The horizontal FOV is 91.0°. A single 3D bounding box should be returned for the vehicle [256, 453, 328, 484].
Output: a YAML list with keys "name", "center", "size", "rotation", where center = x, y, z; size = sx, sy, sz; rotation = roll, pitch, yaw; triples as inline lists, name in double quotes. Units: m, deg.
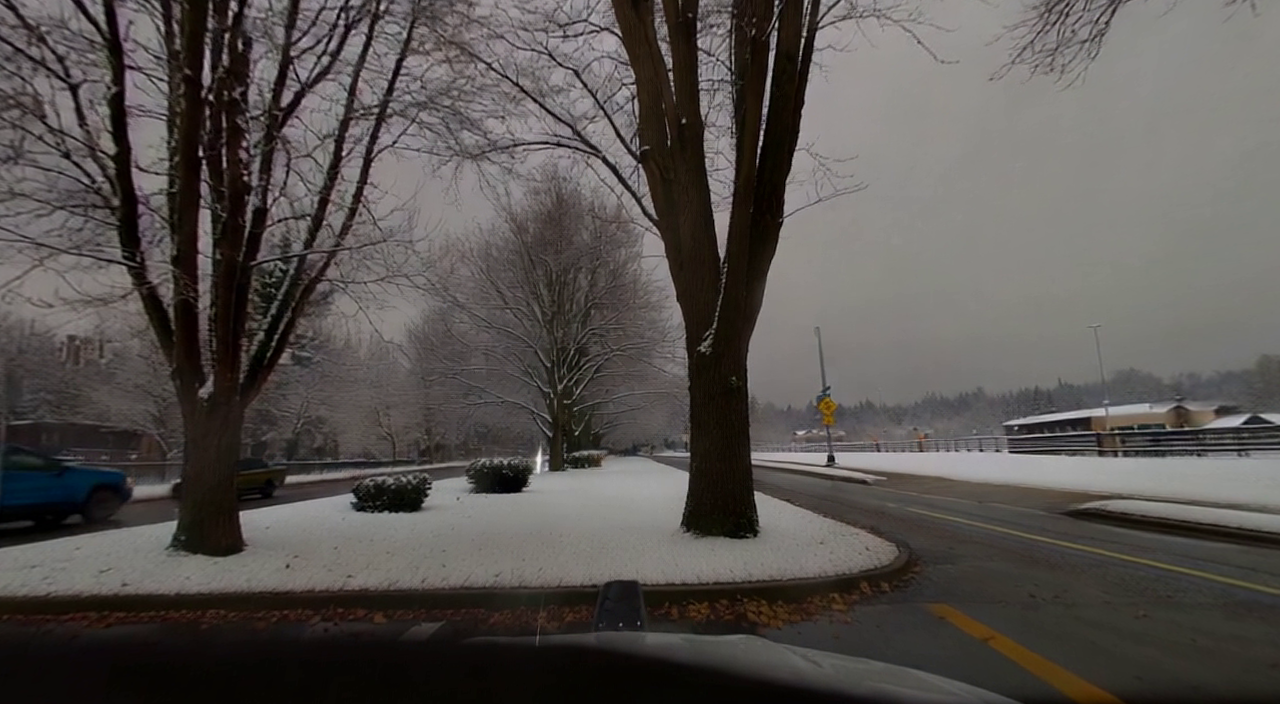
- name: "vehicle"
  center: [-21.194, 7.075, 38.417]
  size: [1.902, 1.720, 3.248]
  rotation: [-6, -10, 33]

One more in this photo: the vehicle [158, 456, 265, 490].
- name: "vehicle"
  center: [-23.639, 6.652, 34.880]
  size: [1.907, 1.644, 4.410]
  rotation: [-7, -11, 37]

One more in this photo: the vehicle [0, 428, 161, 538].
- name: "vehicle"
  center: [-13.050, 2.519, 12.282]
  size: [5.607, 2.012, 2.284]
  rotation: [6, -10, -33]
